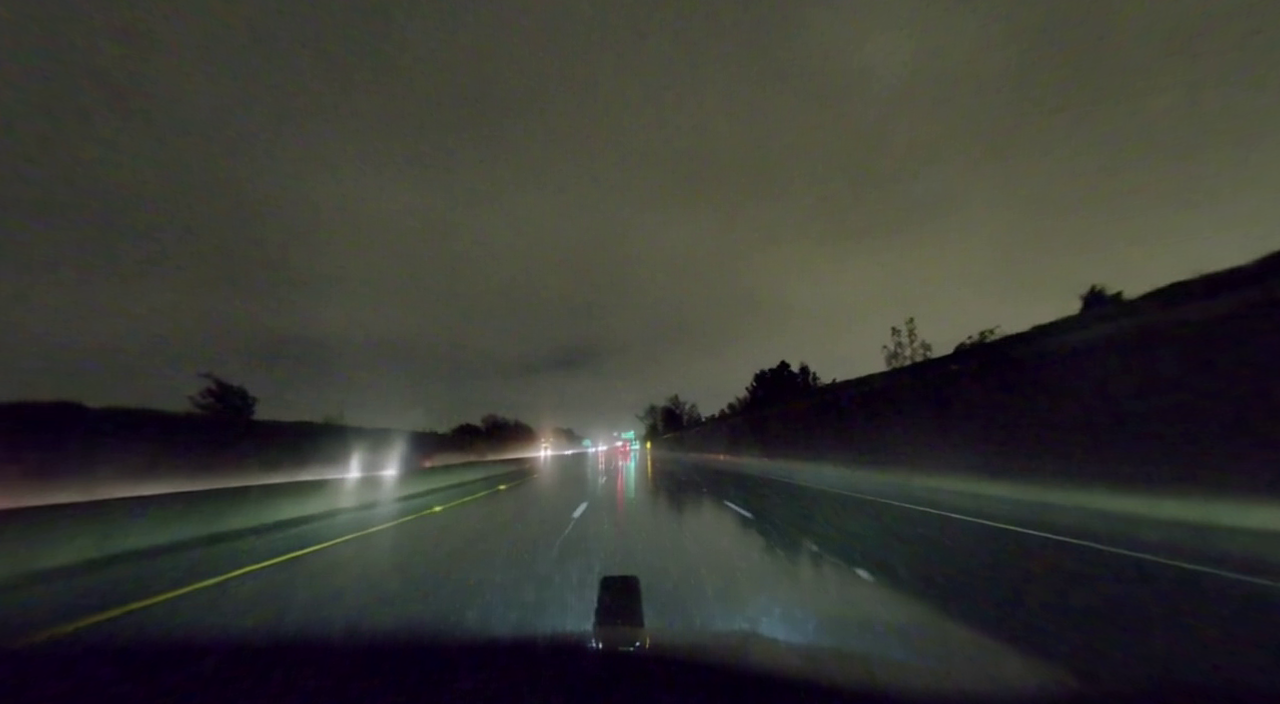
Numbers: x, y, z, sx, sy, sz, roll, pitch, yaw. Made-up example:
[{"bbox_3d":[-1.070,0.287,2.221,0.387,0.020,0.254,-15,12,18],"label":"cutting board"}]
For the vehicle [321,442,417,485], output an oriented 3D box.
[{"bbox_3d":[-11.777,4.870,27.710,2.305,1.725,4.456,0,-9,-1],"label":"vehicle"}]
